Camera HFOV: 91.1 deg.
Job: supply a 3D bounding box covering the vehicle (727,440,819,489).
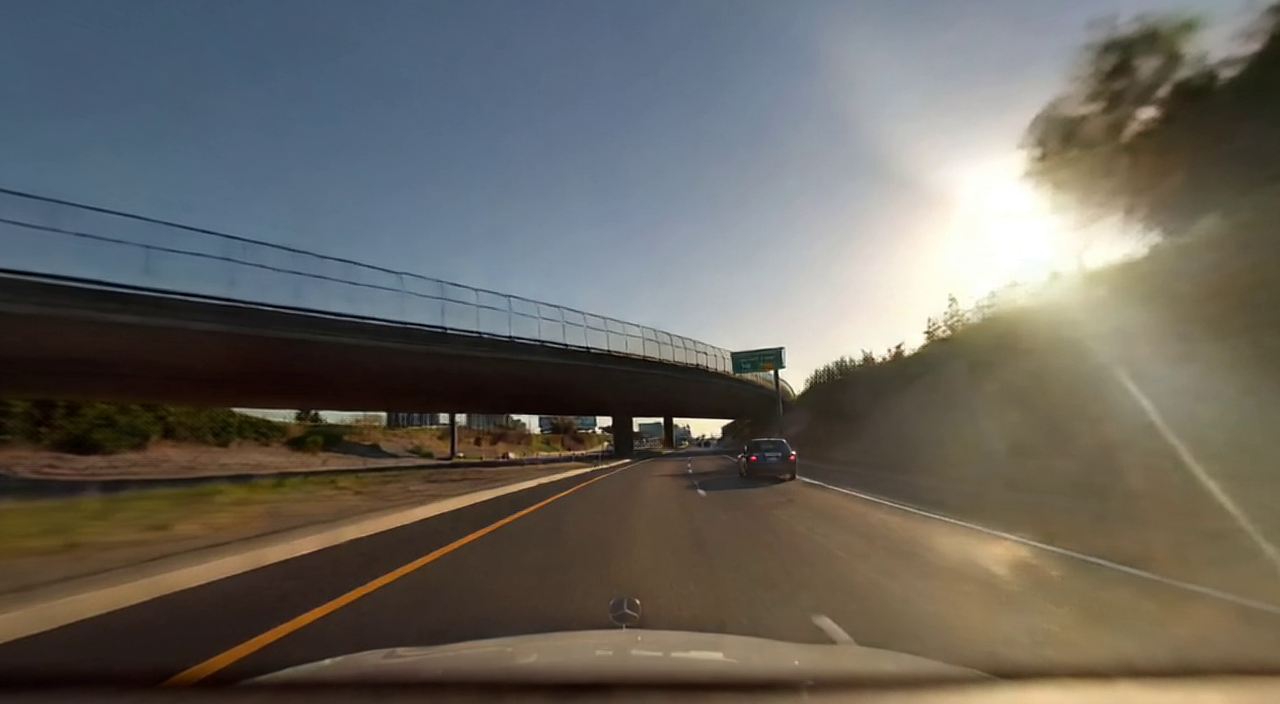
[{"bbox_3d":[4.196,3.631,20.585,2.124,1.405,4.398,0,-9,1],"label":"vehicle"}]
